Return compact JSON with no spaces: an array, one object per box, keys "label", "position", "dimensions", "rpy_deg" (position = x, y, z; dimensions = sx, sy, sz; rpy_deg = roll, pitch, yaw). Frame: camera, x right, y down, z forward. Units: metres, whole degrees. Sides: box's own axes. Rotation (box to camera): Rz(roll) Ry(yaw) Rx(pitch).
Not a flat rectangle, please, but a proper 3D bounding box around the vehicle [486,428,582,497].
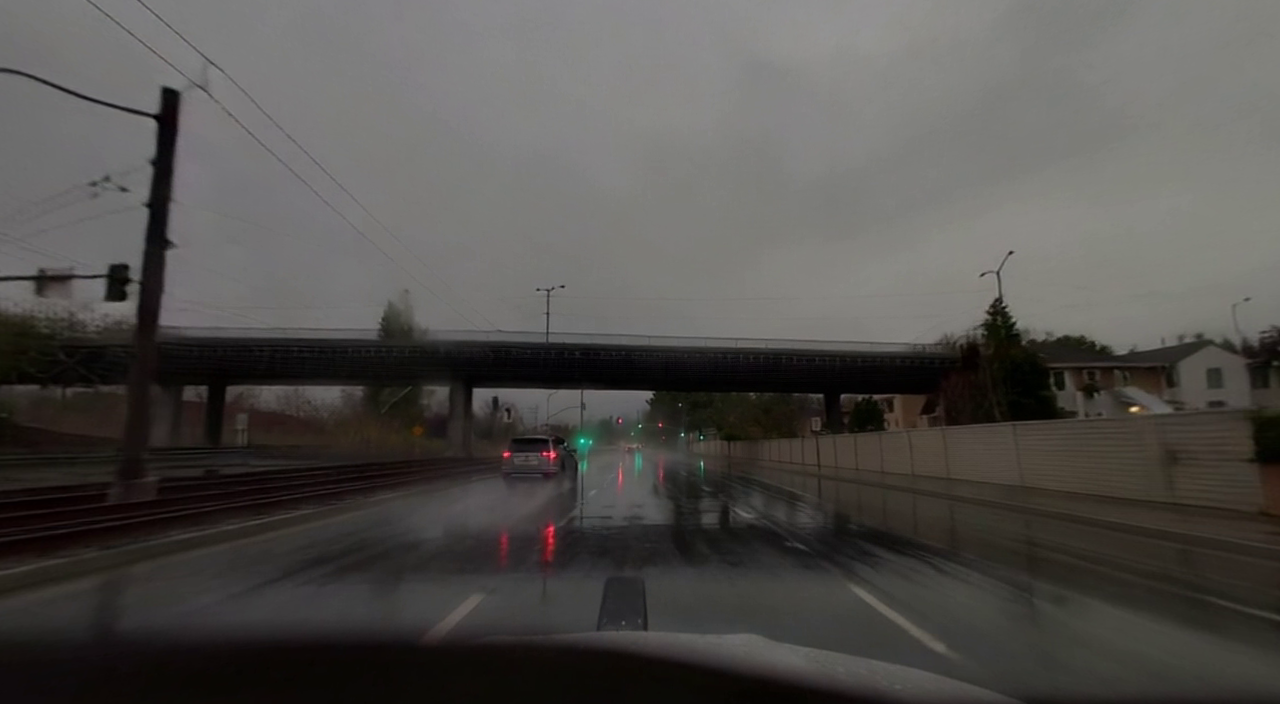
[{"label":"vehicle","position":[-2.860,3.110,17.953],"dimensions":[1.882,1.704,4.335],"rpy_deg":[0,-9,2]}]
